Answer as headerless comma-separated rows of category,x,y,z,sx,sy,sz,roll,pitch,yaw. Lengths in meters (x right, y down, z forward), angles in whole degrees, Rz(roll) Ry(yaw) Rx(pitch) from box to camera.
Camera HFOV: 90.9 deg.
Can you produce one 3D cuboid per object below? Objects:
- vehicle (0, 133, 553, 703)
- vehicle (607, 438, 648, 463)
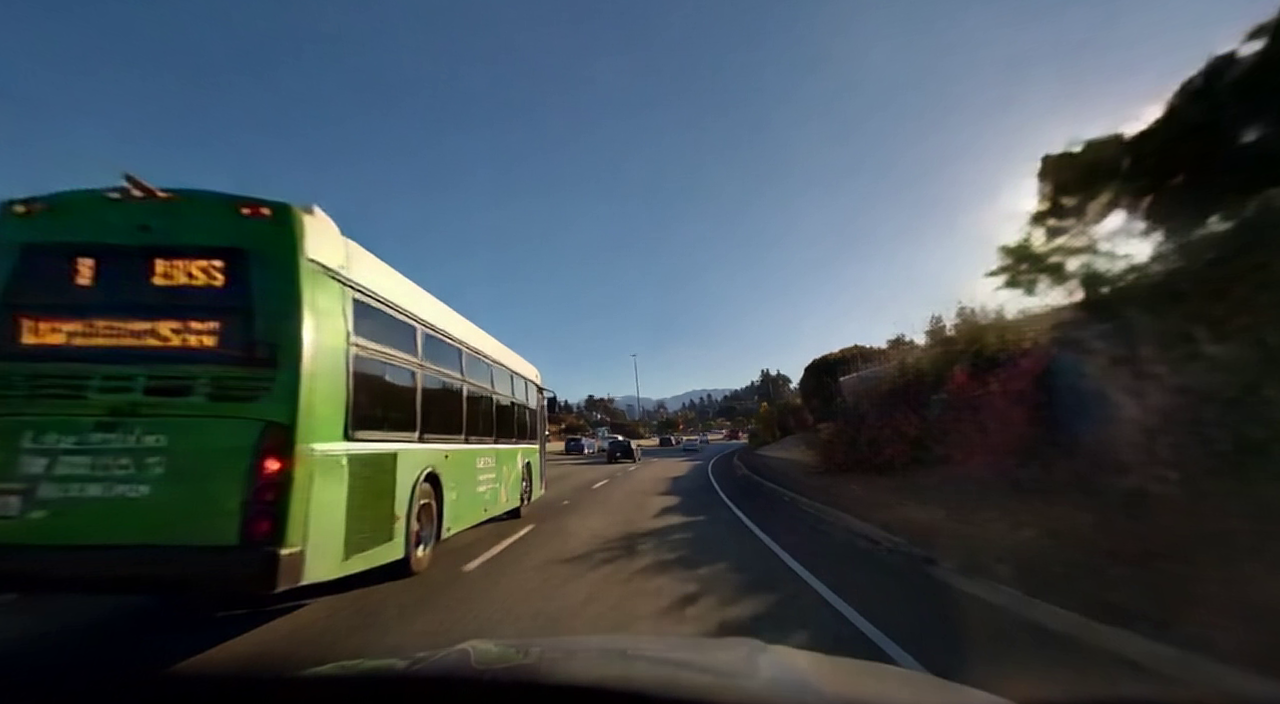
vehicle,-3.146,0.946,7.292,2.888,2.944,8.373,-1,-9,2
vehicle,-0.720,6.292,40.306,1.928,1.455,4.361,-2,-9,8
